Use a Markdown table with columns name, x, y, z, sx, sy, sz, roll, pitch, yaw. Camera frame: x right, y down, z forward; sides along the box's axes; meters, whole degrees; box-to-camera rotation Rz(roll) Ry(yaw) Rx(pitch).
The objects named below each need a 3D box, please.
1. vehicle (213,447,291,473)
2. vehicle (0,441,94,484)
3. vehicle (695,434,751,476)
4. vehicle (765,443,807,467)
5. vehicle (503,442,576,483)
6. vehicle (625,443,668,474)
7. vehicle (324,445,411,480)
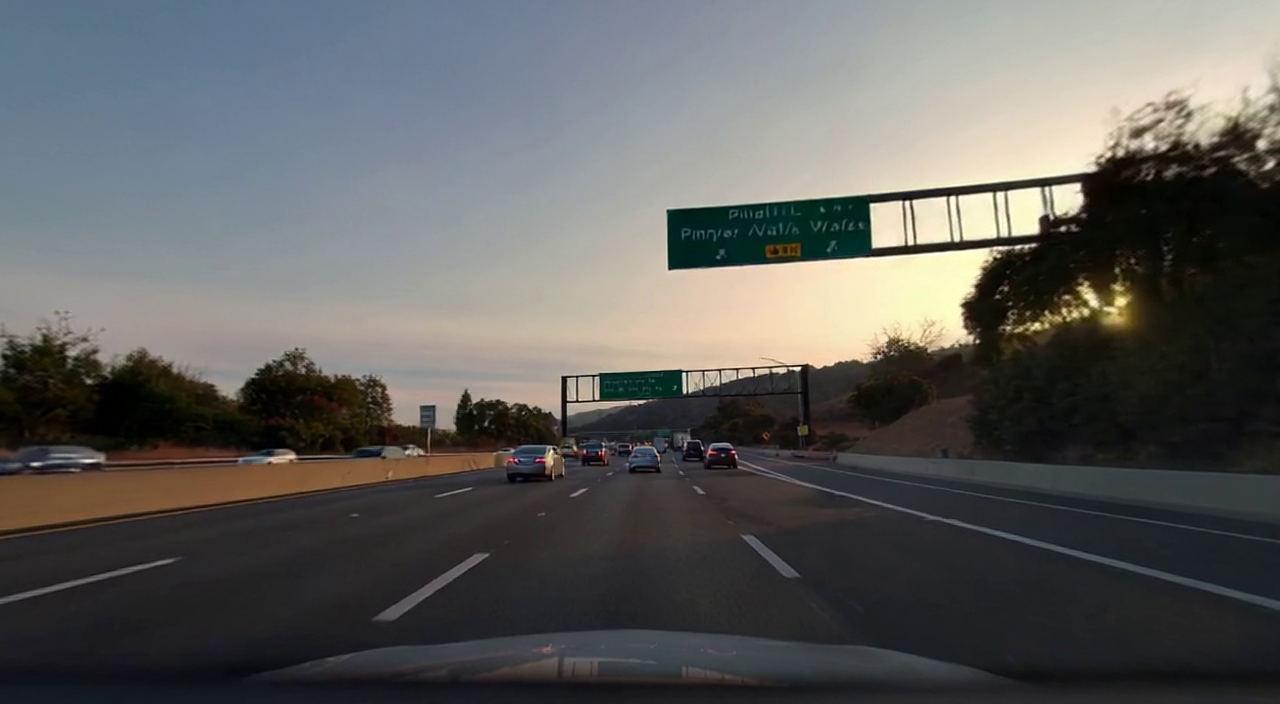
| name | x | y | z | sx | sy | sz | roll | pitch | yaw |
| --- | --- | --- | --- | --- | --- | --- | --- | --- | --- |
| vehicle | -23.549 | 6.573 | 38.459 | 1.856 | 1.497 | 4.453 | 0 | -9 | 1 |
| vehicle | -26.258 | 4.630 | 26.626 | 1.941 | 1.685 | 4.713 | 0 | -9 | 2 |
| vehicle | 3.738 | 4.725 | 29.032 | 2.045 | 1.768 | 4.249 | 0 | -9 | 0 |
| vehicle | 9.606 | 6.819 | 41.772 | 1.971 | 1.464 | 4.357 | 0 | -9 | 3 |
| vehicle | -3.887 | 4.369 | 25.202 | 1.996 | 1.488 | 4.451 | 0 | -9 | 2 |
| vehicle | 0.362 | 5.430 | 32.321 | 2.071 | 1.478 | 4.130 | 0 | -9 | 1 |
| vehicle | -12.830 | 5.215 | 29.981 | 1.962 | 1.520 | 4.617 | 0 | -9 | 2 |
